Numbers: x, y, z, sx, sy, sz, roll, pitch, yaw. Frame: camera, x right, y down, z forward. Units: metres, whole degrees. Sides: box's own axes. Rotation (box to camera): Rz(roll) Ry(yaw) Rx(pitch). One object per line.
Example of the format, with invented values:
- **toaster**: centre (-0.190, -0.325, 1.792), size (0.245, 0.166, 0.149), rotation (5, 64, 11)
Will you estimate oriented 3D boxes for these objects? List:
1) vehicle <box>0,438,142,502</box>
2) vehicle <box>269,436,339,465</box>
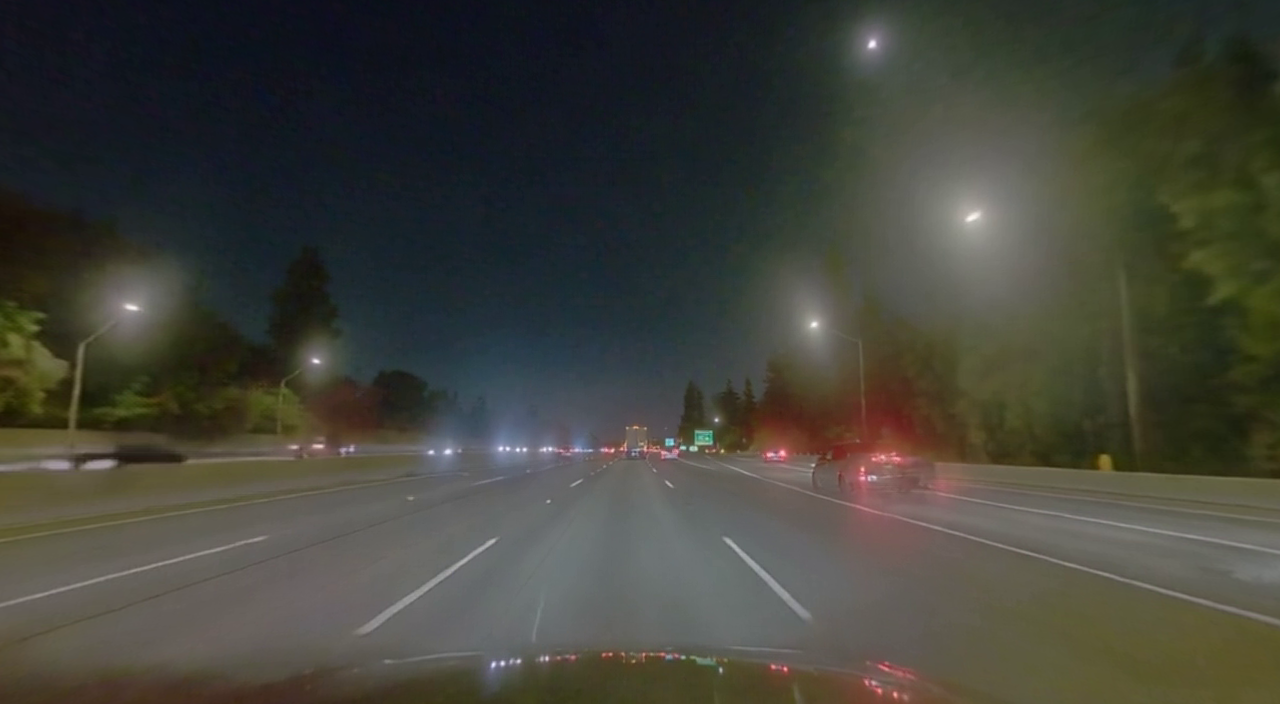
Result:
- **vehicle**: centre (-15.877, 3.012, 16.457), size (1.982, 1.473, 4.656), rotation (0, -8, 0)
- **vehicle**: centre (-23.085, 6.772, 43.696), size (2.068, 1.849, 4.938), rotation (0, -8, 0)
